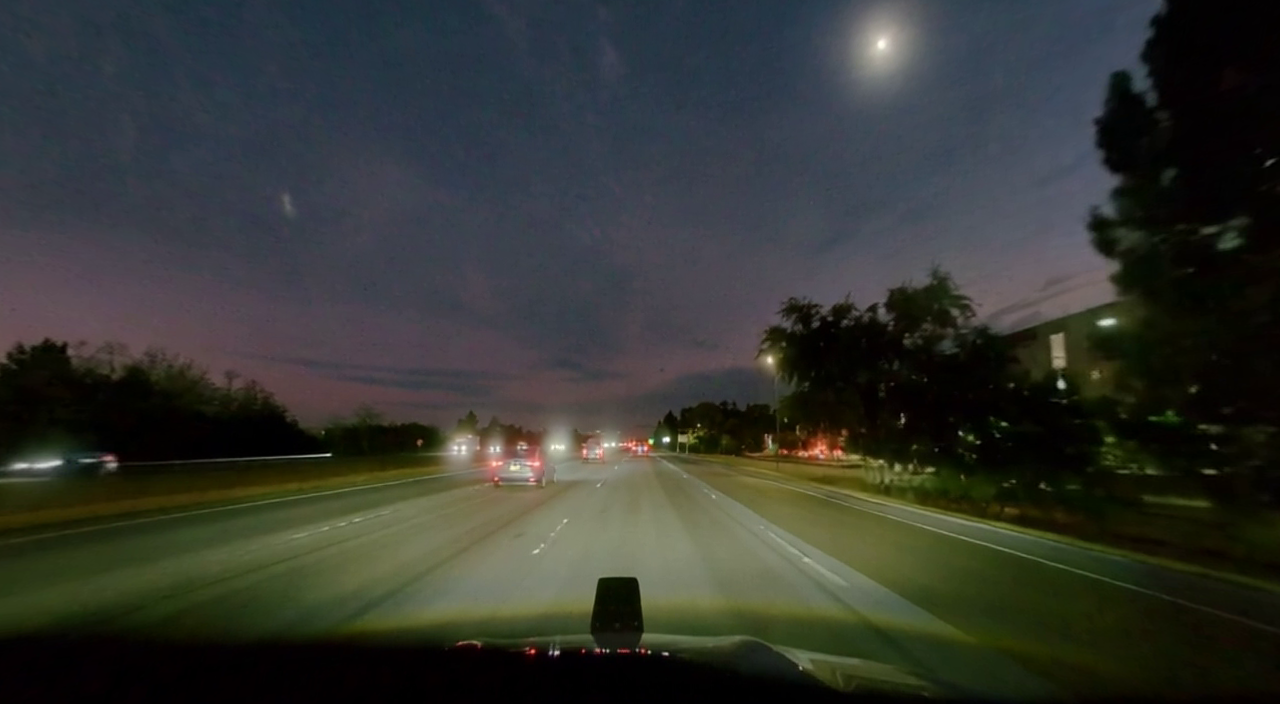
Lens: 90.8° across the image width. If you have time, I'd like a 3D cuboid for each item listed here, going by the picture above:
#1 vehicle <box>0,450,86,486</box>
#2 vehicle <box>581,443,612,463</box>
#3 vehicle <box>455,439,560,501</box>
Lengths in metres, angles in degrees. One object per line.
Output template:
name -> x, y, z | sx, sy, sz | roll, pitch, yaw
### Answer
vehicle -> -32.377, 6.073, 33.385 | 1.906, 1.695, 4.579 | 0, -9, 1
vehicle -> -3.327, 7.881, 49.407 | 2.086, 1.460, 4.301 | 0, -9, 0
vehicle -> -3.393, 3.104, 17.032 | 1.920, 1.463, 4.134 | 0, -9, 0
